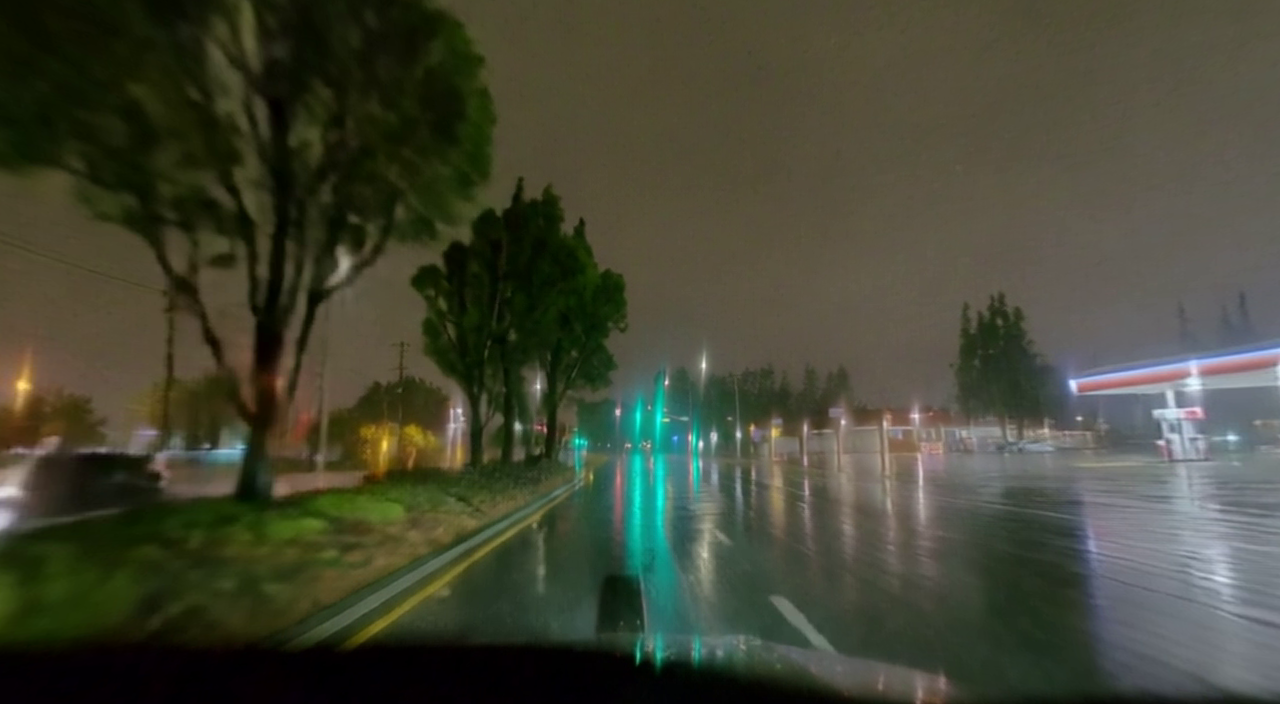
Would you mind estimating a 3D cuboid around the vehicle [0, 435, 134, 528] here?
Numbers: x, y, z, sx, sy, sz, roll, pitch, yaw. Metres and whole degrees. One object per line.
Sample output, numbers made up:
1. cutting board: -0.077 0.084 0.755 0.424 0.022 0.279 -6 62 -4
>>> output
1. vehicle: -12.268 2.415 12.027 1.861 1.616 4.077 0 -8 0
